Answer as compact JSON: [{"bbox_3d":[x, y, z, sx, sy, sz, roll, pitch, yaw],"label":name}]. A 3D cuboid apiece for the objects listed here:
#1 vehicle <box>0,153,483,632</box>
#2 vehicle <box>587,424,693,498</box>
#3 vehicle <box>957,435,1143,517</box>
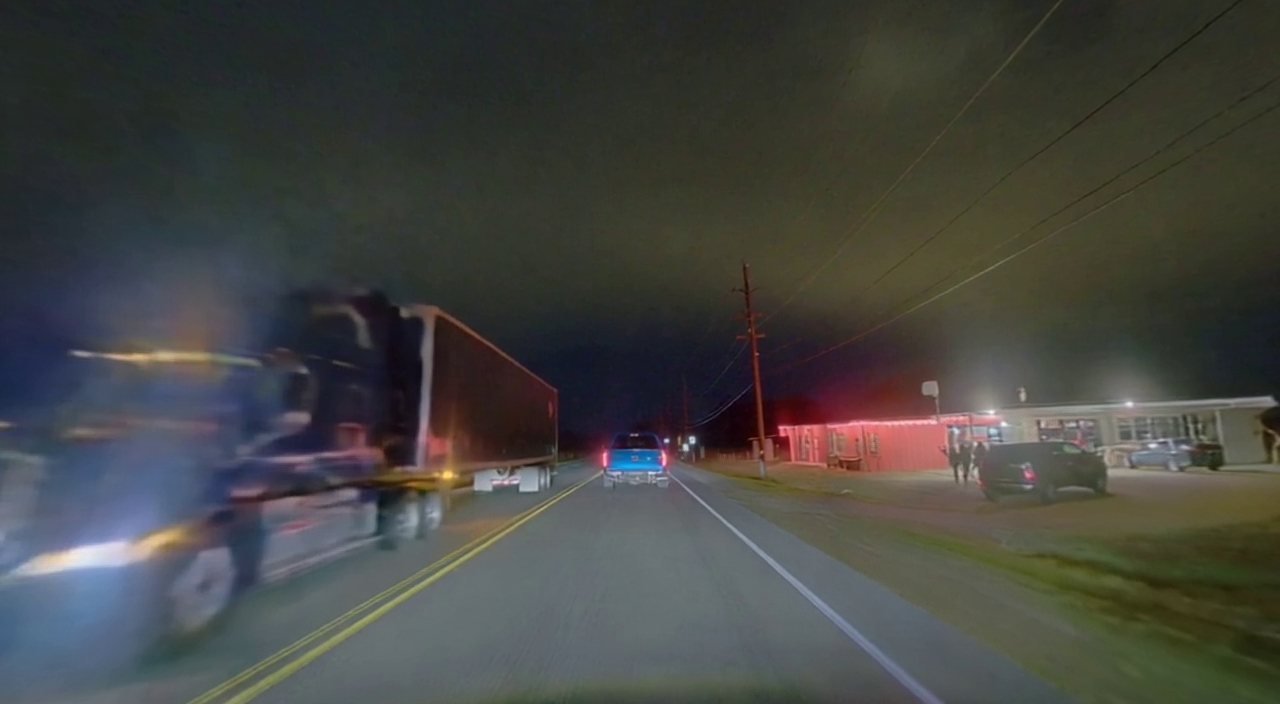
[{"bbox_3d":[-4.803,0.821,9.147,3.063,3.986,7.883,0,-9,-1],"label":"vehicle"},{"bbox_3d":[-0.032,3.584,21.257,2.921,2.031,7.416,0,-9,-1],"label":"vehicle"},{"bbox_3d":[10.645,3.074,16.248,5.304,1.754,2.340,7,-11,-39],"label":"vehicle"}]
